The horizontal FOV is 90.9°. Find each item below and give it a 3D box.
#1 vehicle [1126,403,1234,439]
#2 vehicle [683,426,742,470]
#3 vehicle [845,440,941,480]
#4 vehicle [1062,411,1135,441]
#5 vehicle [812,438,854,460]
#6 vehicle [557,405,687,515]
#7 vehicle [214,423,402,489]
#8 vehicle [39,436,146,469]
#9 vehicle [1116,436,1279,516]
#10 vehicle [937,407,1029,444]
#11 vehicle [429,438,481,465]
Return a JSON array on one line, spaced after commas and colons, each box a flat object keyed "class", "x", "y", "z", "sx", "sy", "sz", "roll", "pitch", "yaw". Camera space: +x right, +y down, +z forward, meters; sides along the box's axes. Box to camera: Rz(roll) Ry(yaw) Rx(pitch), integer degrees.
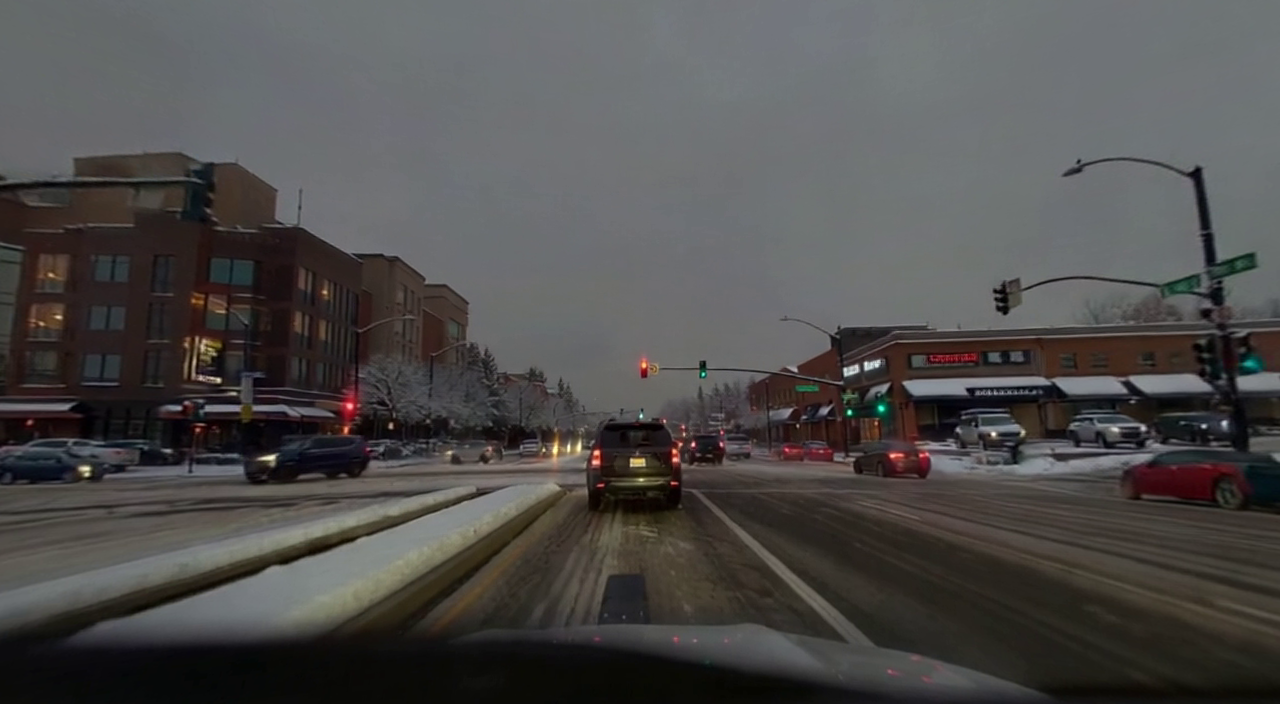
[{"class": "vehicle", "x": 29.389, "y": 3.711, "z": 34.523, "sx": 1.913, "sy": 1.651, "sz": 4.727, "roll": 3, "pitch": -3, "yaw": 2}, {"class": "vehicle", "x": 3.412, "y": 4.664, "z": 30.720, "sx": 2.115, "sy": 1.932, "sz": 5.189, "roll": 0, "pitch": -8, "yaw": -1}, {"class": "vehicle", "x": 9.858, "y": 4.223, "z": 24.998, "sx": 1.863, "sy": 1.426, "sz": 4.494, "roll": 0, "pitch": -8, "yaw": -1}, {"class": "vehicle", "x": 24.506, "y": 3.942, "z": 33.824, "sx": 1.422, "sy": 1.496, "sz": 3.318, "roll": 1, "pitch": -6, "yaw": 1}, {"class": "vehicle", "x": 14.351, "y": 7.239, "z": 47.137, "sx": 1.746, "sy": 1.446, "sz": 4.475, "roll": -3, "pitch": -8, "yaw": 0}, {"class": "vehicle", "x": -0.356, "y": 2.292, "z": 13.779, "sx": 2.242, "sy": 1.812, "sz": 4.993, "roll": -3, "pitch": -8, "yaw": -1}, {"class": "vehicle", "x": -10.581, "y": 3.309, "z": 20.334, "sx": 4.827, "sy": 1.856, "sz": 2.291, "roll": 7, "pitch": -11, "yaw": -42}, {"class": "vehicle", "x": -31.709, "y": 5.917, "z": 36.815, "sx": 2.060, "sy": 1.732, "sz": 5.462, "roll": 1, "pitch": -11, "yaw": -9}, {"class": "vehicle", "x": 13.753, "y": 2.784, "z": 14.650, "sx": 1.734, "sy": 1.527, "sz": 4.531, "roll": -3, "pitch": -8, "yaw": -1}, {"class": "vehicle", "x": 18.640, "y": 4.120, "z": 34.605, "sx": 2.123, "sy": 1.884, "sz": 5.170, "roll": 0, "pitch": -8, "yaw": 1}, {"class": "vehicle", "x": -12.523, "y": 6.746, "z": 43.000, "sx": 1.993, "sy": 1.708, "sz": 5.219, "roll": 0, "pitch": -8, "yaw": 0}]
